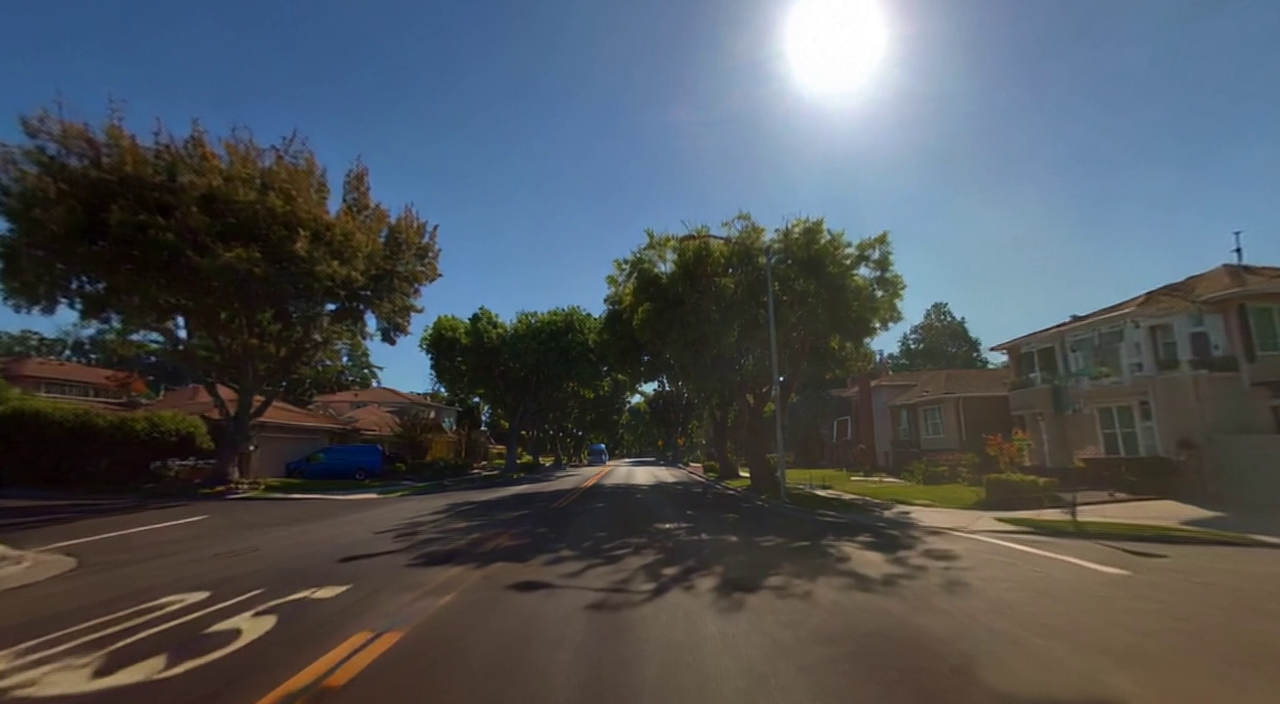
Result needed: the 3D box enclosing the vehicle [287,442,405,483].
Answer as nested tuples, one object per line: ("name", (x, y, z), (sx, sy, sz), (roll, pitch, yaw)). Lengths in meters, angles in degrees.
("vehicle", (-14.427, 5.419, 31.300), (2.145, 1.839, 4.837), (-6, -10, 33))
